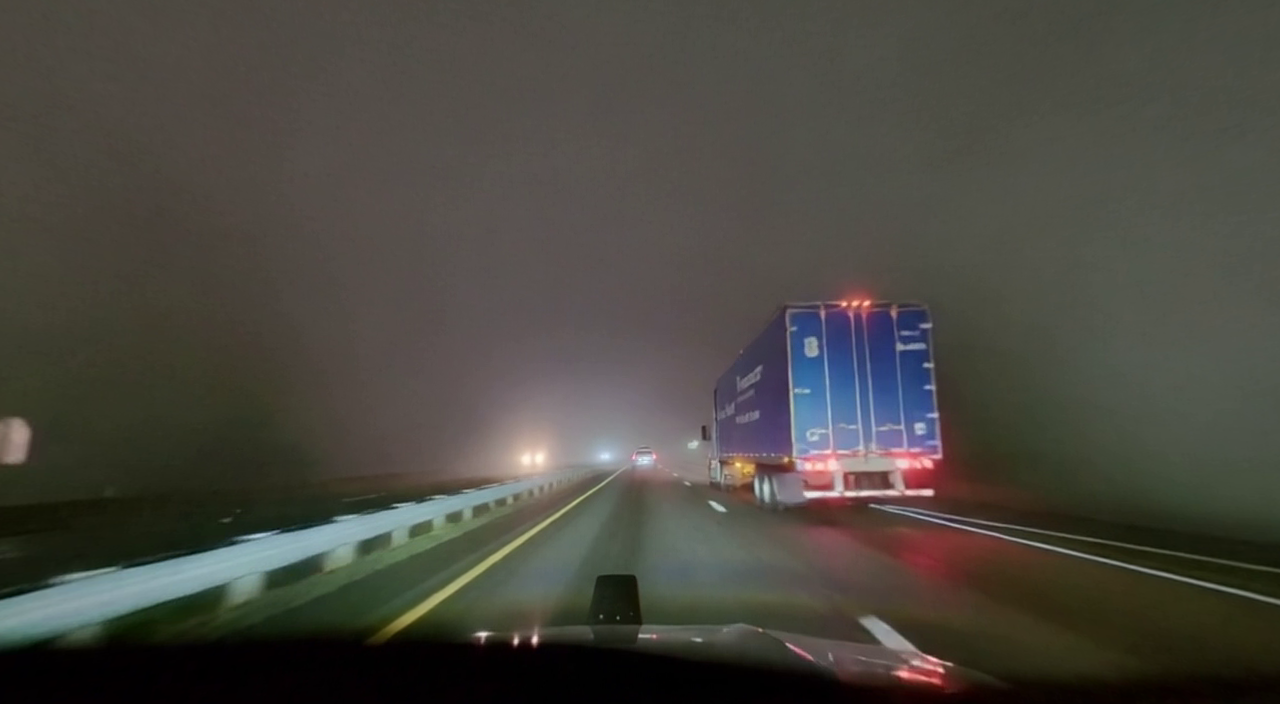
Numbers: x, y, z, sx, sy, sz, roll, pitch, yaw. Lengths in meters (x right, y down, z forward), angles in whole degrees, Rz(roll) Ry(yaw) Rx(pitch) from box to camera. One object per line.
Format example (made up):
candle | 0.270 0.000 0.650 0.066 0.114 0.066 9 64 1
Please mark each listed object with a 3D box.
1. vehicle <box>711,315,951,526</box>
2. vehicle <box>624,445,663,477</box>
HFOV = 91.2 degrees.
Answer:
vehicle | 4.686 2.472 20.086 3.167 4.180 14.924 2 -9 1
vehicle | 0.242 6.364 36.845 2.160 1.691 4.243 -1 -9 1
